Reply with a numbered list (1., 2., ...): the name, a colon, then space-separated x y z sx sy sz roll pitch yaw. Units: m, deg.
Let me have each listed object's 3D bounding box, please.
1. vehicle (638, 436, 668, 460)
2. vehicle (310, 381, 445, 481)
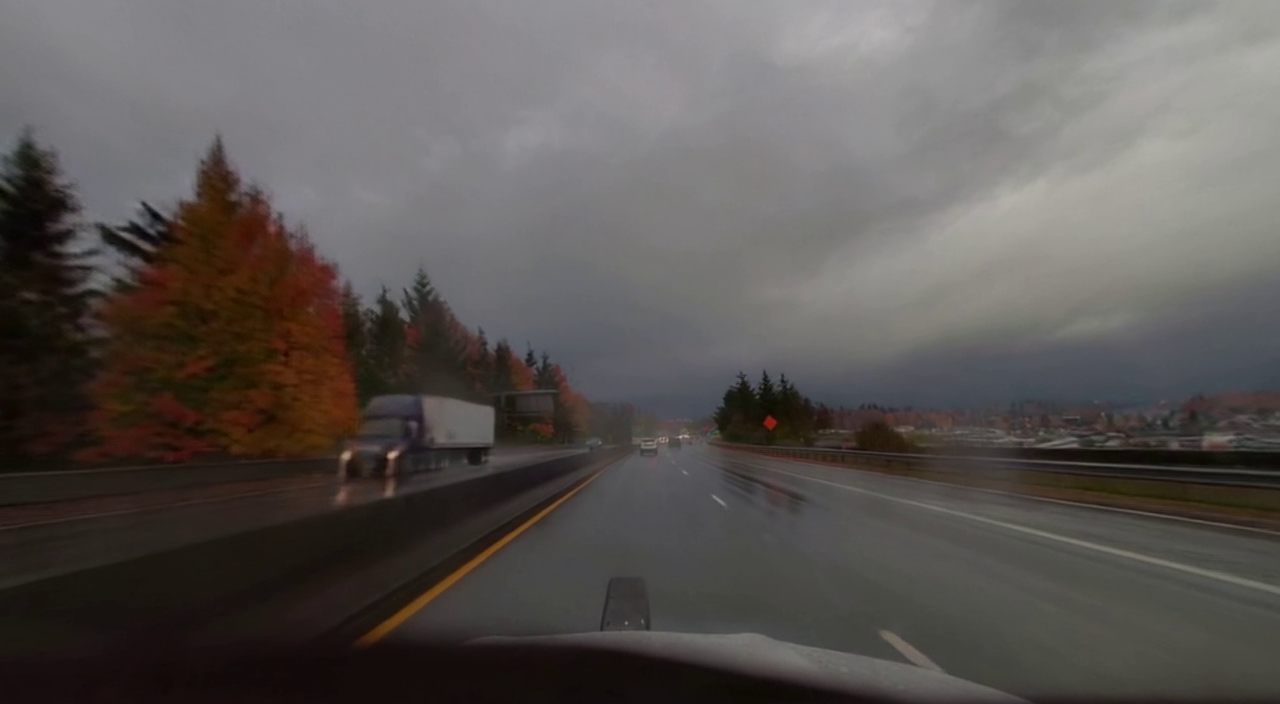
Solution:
1. vehicle: 0.839 6.306 41.286 1.924 1.498 3.817 0 -8 1
2. vehicle: -11.235 3.498 27.694 3.024 3.912 6.057 0 -8 2
